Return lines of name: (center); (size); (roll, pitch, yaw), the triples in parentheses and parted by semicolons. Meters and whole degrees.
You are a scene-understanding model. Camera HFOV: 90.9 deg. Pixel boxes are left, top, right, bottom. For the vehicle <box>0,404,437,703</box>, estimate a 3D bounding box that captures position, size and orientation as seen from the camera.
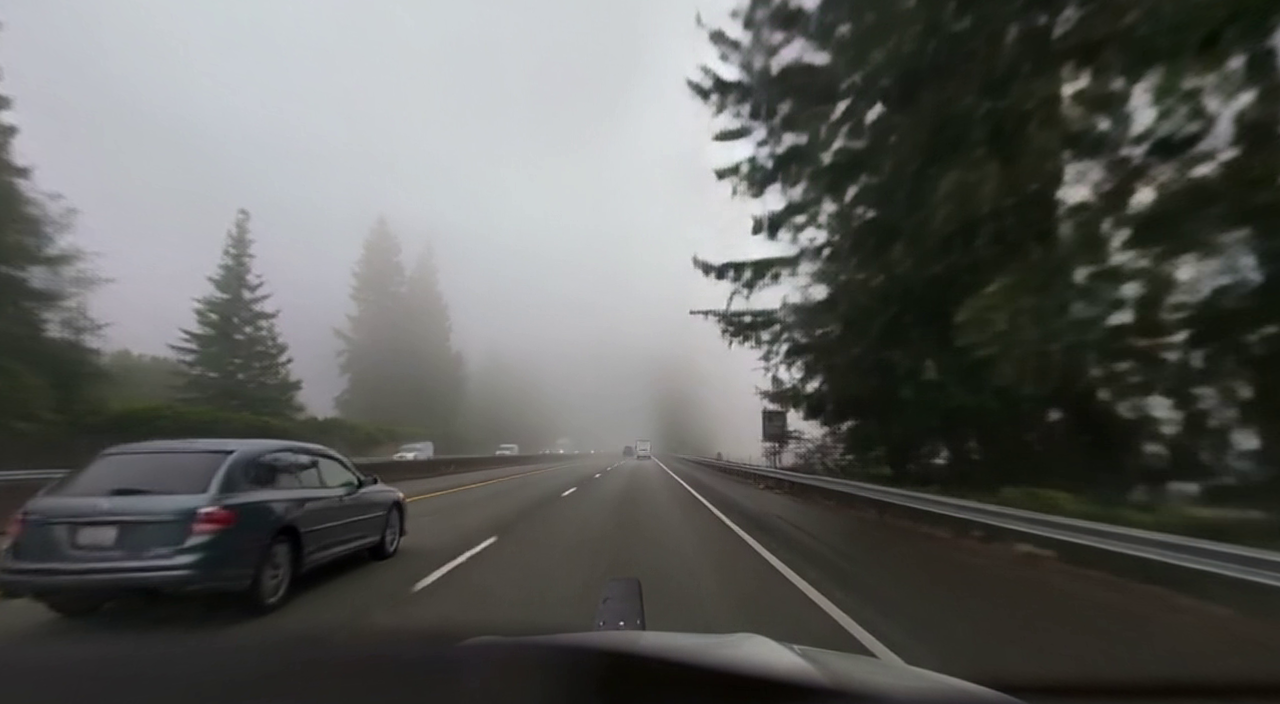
vehicle: (-3.435, 1.349, 5.116); (1.969, 1.505, 4.636); (0, -9, 1)
